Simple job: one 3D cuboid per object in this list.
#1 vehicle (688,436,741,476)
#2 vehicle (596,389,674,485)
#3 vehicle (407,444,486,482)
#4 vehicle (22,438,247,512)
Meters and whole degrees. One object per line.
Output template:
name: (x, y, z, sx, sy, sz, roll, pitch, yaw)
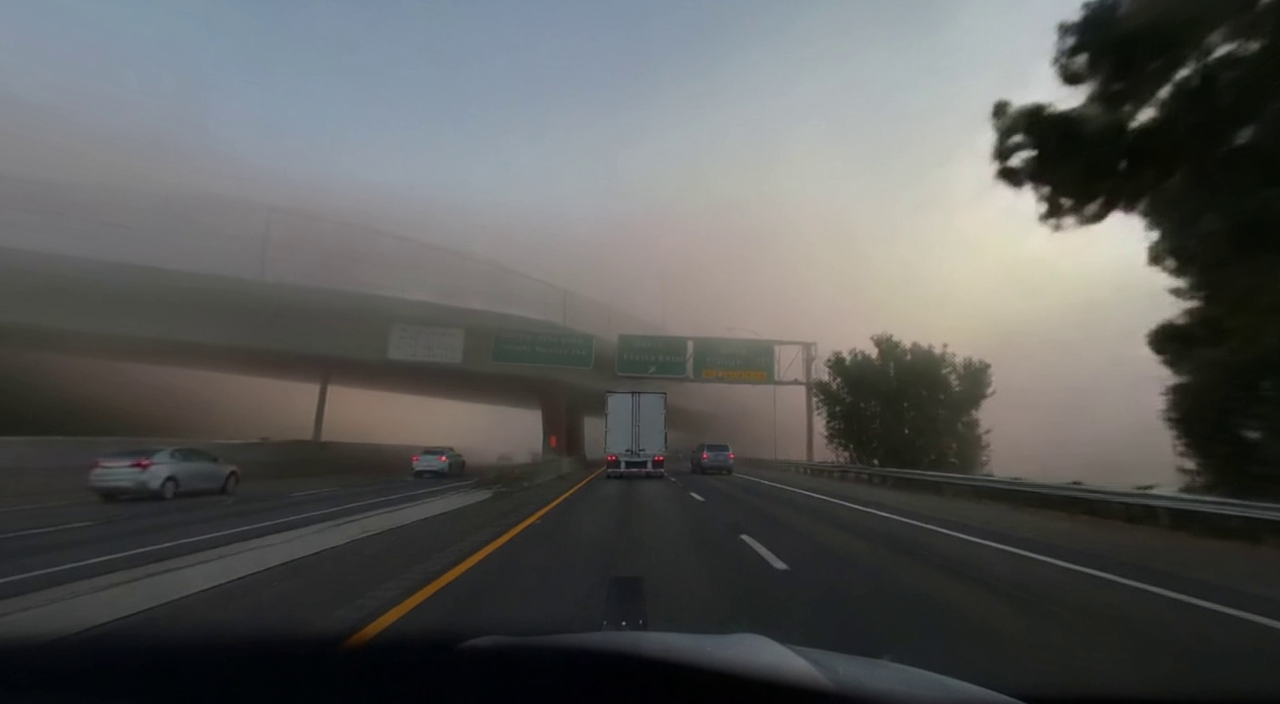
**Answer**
vehicle: (3.963, 5.660, 34.509, 2.174, 1.968, 5.016, 0, -9, -1)
vehicle: (-0.279, 4.024, 29.225, 2.916, 3.584, 10.841, 0, -9, -1)
vehicle: (-8.414, 4.853, 27.938, 2.057, 1.506, 4.829, 0, -9, -2)
vehicle: (-11.840, 2.889, 15.267, 1.906, 1.510, 4.303, 0, -9, -1)
